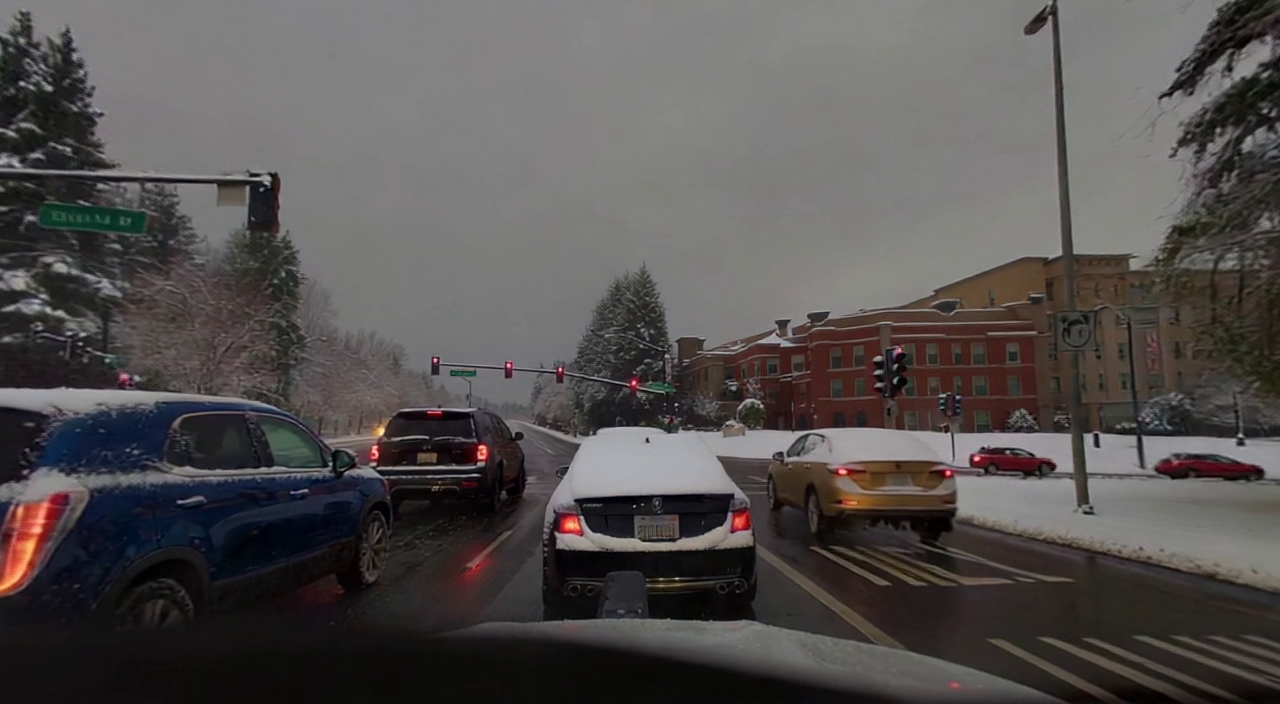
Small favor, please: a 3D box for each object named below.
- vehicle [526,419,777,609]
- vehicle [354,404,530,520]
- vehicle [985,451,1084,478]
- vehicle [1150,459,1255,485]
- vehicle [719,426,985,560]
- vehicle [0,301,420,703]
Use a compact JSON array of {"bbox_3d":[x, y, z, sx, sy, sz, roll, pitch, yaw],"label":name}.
[{"bbox_3d":[-0.059,1.612,7.316,2.001,1.483,4.442,0,-8,-4],"label":"vehicle"},{"bbox_3d":[-3.881,2.299,13.714,2.305,1.984,5.586,0,-8,-3],"label":"vehicle"},{"bbox_3d":[24.185,6.892,38.844,4.737,1.572,2.026,0,-8,-2],"label":"vehicle"},{"bbox_3d":[34.650,7.380,38.995,4.609,1.513,1.861,0,-8,1],"label":"vehicle"},{"bbox_3d":[2.767,1.977,9.736,2.100,1.524,4.746,1,-8,-5],"label":"vehicle"},{"bbox_3d":[-3.145,1.006,4.158,1.924,1.737,4.387,0,-8,-2],"label":"vehicle"}]
